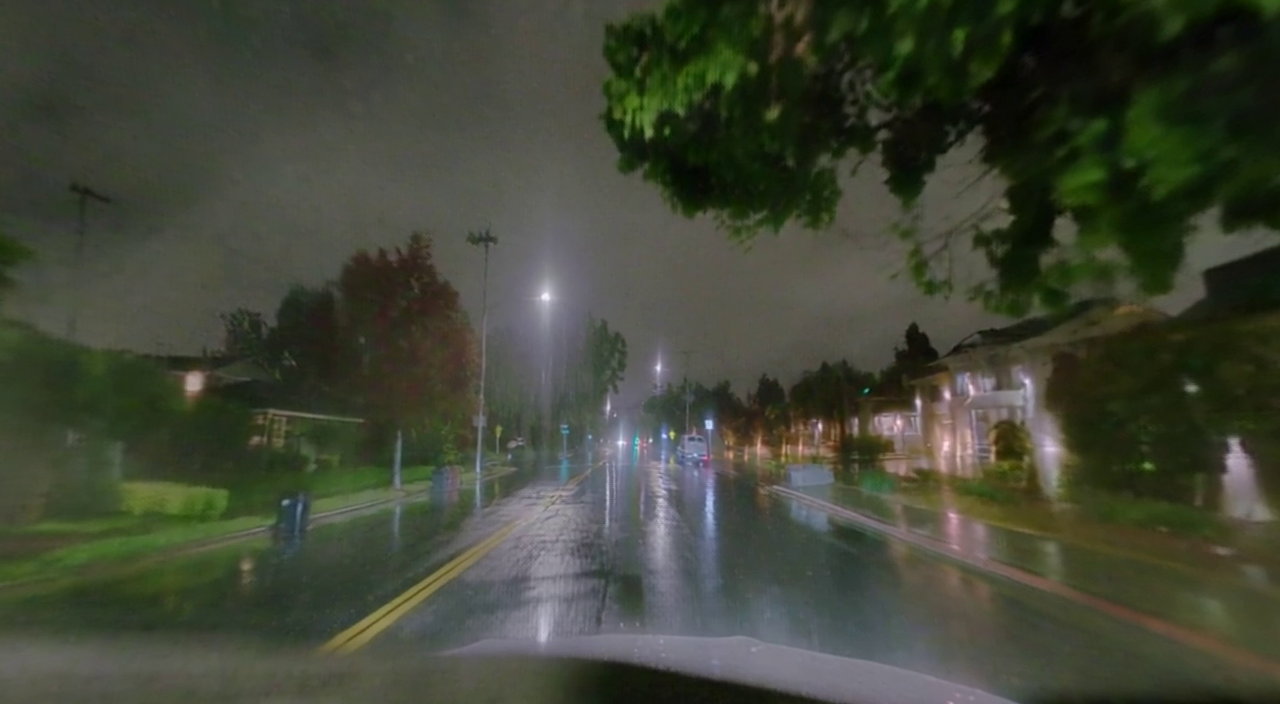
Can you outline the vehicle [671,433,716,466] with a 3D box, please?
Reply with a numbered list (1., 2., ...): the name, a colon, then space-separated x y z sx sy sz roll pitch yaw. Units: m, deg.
1. vehicle: 2.941 5.462 35.517 2.086 1.726 4.384 0 -8 0
